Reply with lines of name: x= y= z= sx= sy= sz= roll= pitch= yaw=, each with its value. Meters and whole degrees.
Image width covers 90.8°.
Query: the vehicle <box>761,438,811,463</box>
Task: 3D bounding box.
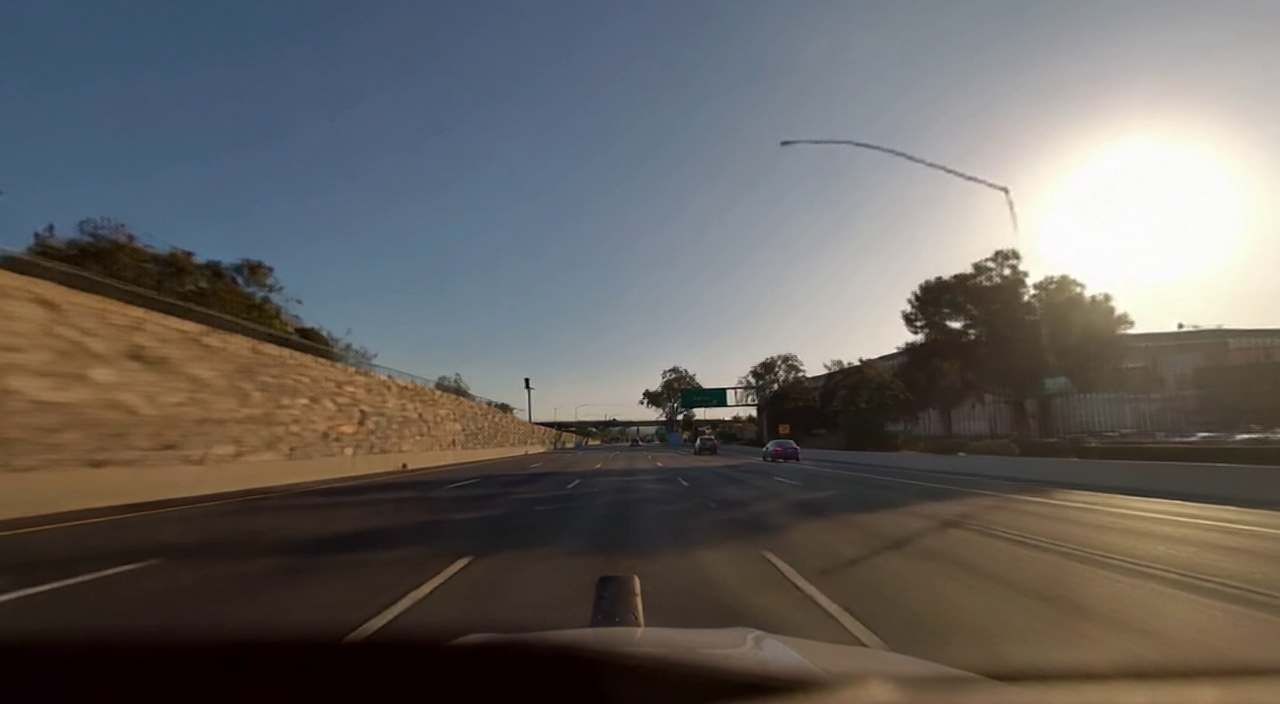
vehicle: x=10.495 y=7.125 z=45.869 sx=2.165 sy=1.636 sz=5.175 roll=0 pitch=-8 yaw=-2
